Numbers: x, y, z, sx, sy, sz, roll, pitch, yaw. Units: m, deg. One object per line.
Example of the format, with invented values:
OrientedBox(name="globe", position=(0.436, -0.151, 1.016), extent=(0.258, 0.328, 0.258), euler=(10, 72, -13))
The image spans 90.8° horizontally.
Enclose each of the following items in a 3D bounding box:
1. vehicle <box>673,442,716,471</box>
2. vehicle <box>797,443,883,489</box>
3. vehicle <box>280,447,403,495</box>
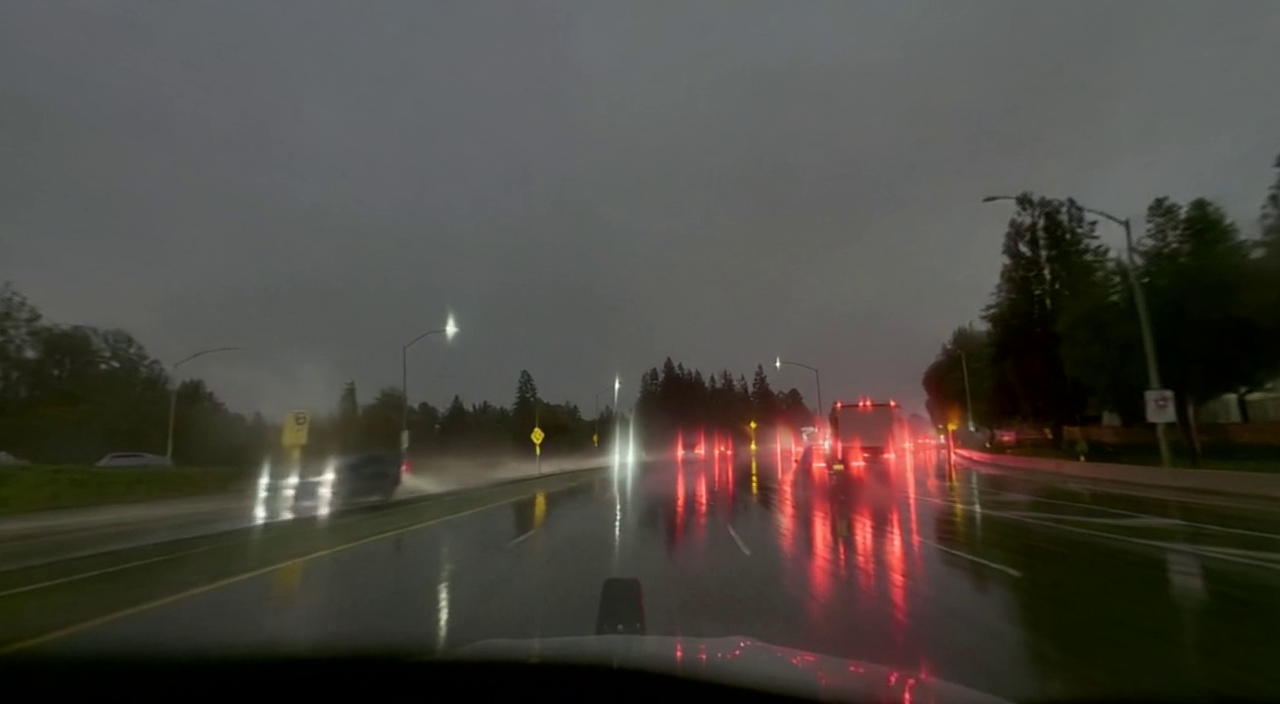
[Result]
OrientedBox(name="vehicle", position=(3.387, 6.364, 38.633), extent=(2.201, 1.676, 4.541), euler=(-2, -9, 10))
OrientedBox(name="vehicle", position=(7.045, 4.029, 22.735), extent=(2.044, 1.474, 4.083), euler=(-1, -9, 5))
OrientedBox(name="vehicle", position=(-10.908, 4.351, 23.558), extent=(1.903, 1.593, 4.593), euler=(-1, -9, 7))
